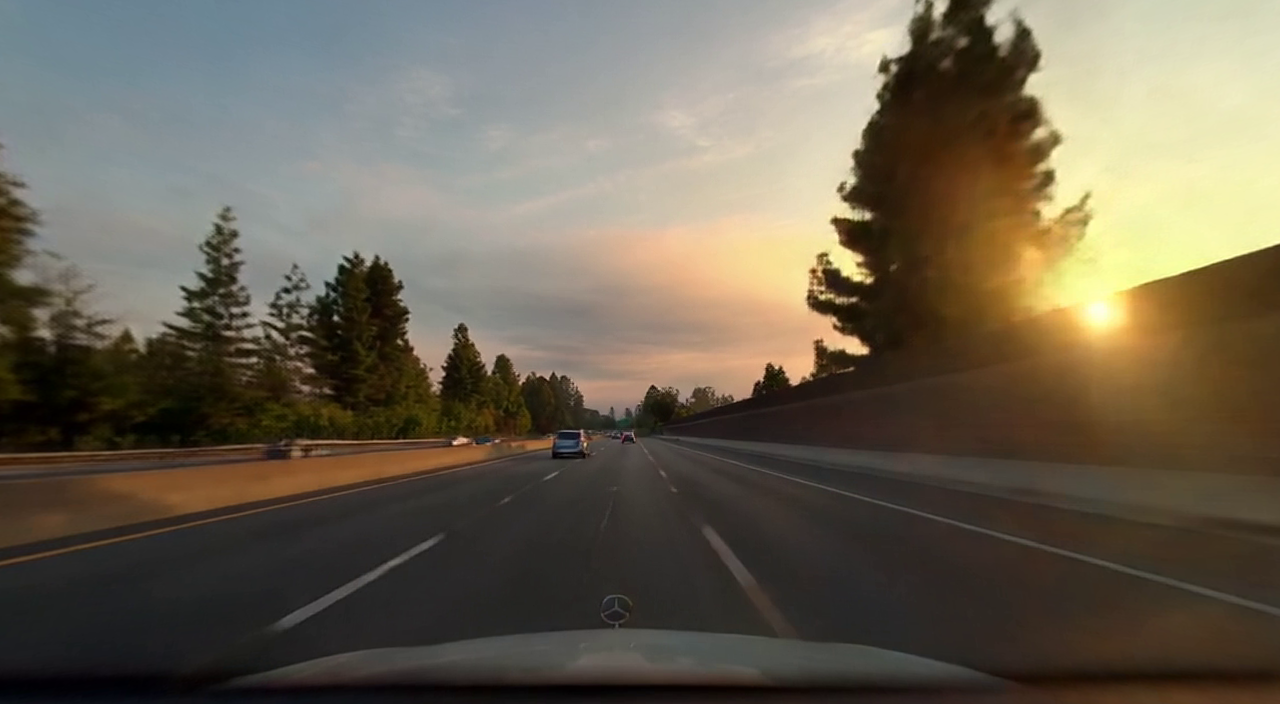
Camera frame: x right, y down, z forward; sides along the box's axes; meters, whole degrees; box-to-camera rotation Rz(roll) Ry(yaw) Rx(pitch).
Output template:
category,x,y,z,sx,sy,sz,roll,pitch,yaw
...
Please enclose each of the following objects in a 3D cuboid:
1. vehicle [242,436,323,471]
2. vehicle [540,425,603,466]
category,x,y,z,sx,sy,sz,roll,pitch,yaw
vehicle,-18.065,5.124,32.045,1.780,1.624,3.976,0,-8,0
vehicle,-3.043,4.268,28.972,2.306,1.730,4.606,0,-8,1
